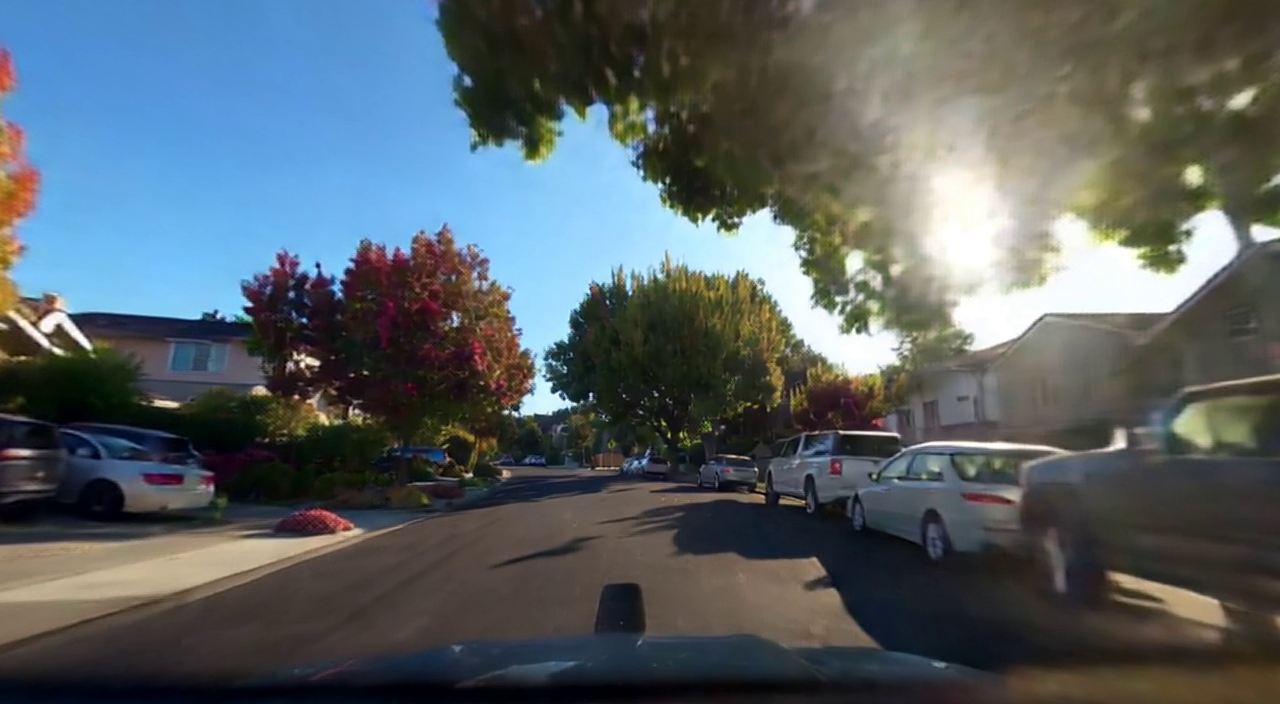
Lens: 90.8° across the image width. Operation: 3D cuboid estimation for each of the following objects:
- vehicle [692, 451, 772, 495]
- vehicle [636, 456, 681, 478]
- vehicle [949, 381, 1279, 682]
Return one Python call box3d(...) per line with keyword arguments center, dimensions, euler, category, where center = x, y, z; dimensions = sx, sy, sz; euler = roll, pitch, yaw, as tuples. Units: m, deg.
box3d(center=(4.142, 5.543, 29.441), dimensions=(2.111, 1.771, 4.942), euler=(2, -9, -11), category="vehicle")
box3d(center=(1.371, 8.888, 48.994), dimensions=(2.193, 1.504, 4.576), euler=(2, -9, -15), category="vehicle")
box3d(center=(5.441, 1.333, 5.109), dimensions=(2.715, 1.900, 6.163), euler=(1, -9, -1), category="vehicle")
